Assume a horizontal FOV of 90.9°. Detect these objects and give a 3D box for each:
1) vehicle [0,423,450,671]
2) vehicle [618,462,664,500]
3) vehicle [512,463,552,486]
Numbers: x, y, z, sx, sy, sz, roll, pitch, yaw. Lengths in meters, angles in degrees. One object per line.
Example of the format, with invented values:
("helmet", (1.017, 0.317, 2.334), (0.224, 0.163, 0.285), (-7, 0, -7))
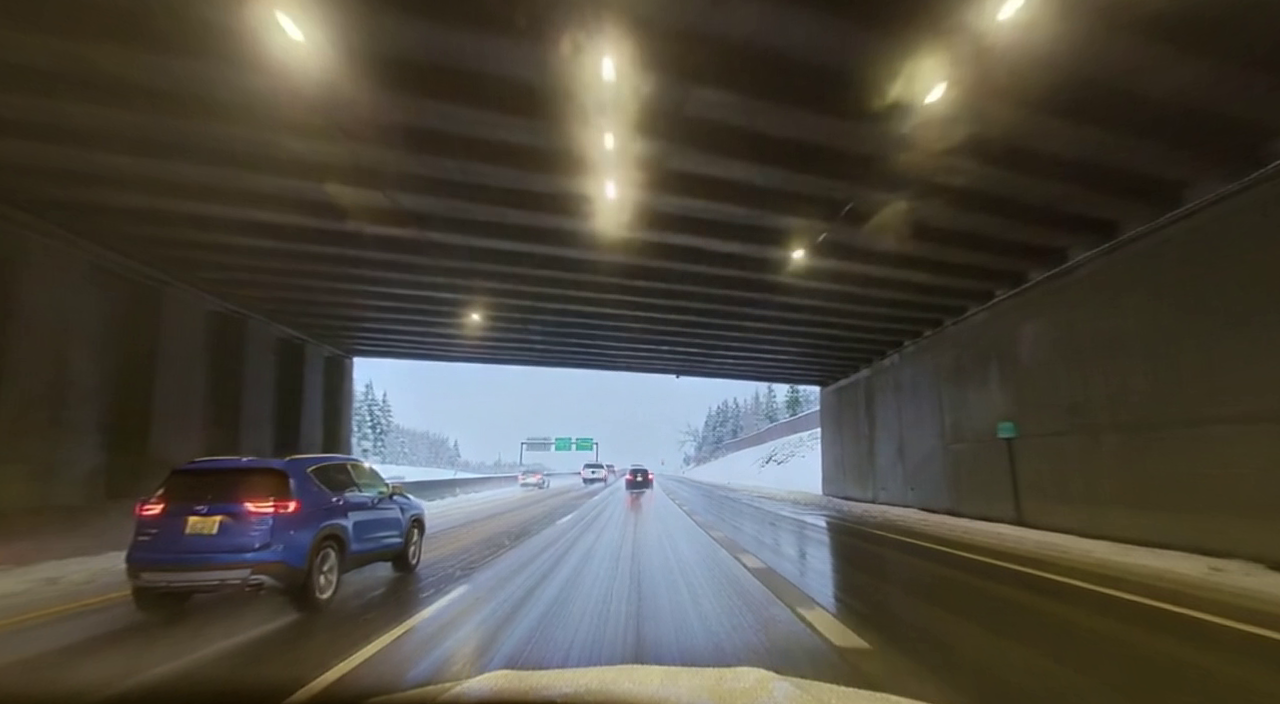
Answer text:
("vehicle", (-3.738, 1.659, 6.386), (2.102, 1.521, 4.687), (1, -11, 1))
("vehicle", (0.038, 6.011, 29.567), (1.992, 1.601, 3.762), (1, -11, 0))
("vehicle", (-7.661, 8.745, 44.958), (1.996, 1.512, 4.712), (1, -11, 0))
